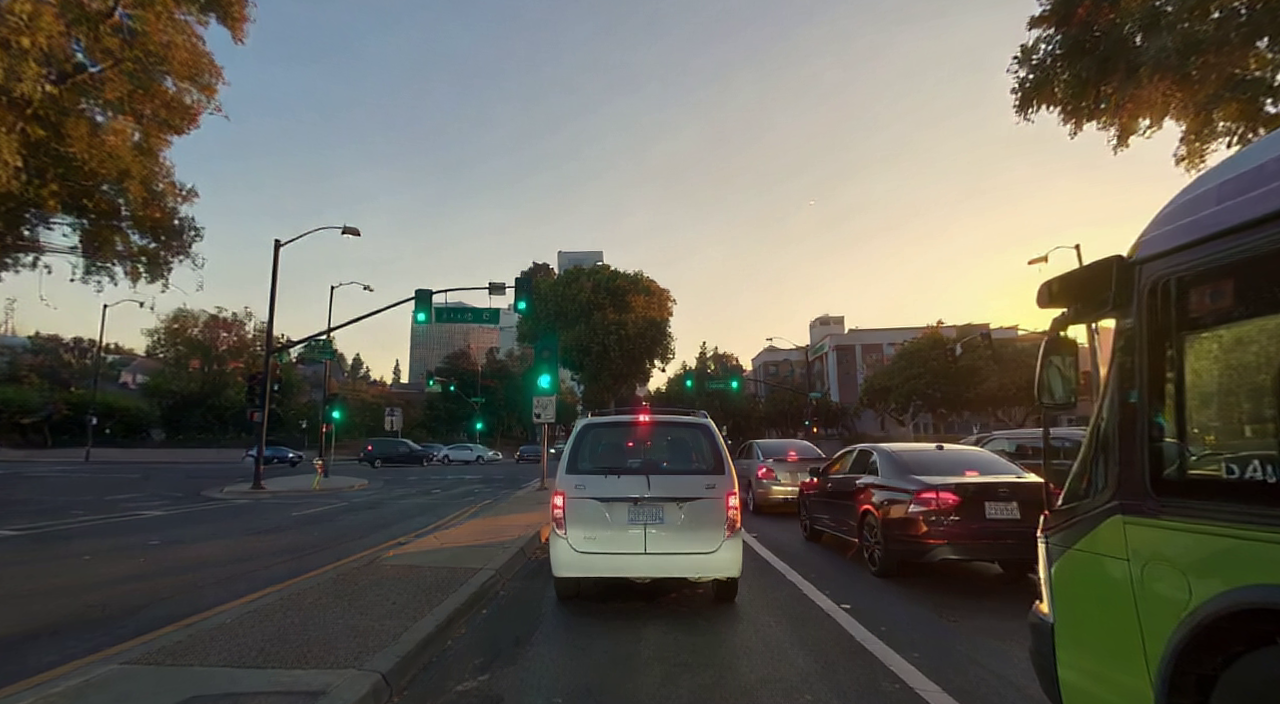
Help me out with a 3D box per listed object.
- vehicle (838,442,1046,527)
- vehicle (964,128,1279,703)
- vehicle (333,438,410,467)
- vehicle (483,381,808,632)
[{"bbox_3d":[5.977,2.638,13.233,1.987,1.457,4.675,0,-8,-1],"label":"vehicle"},{"bbox_3d":[2.615,0.318,0.433,2.037,2.065,5.037,0,-8,0],"label":"vehicle"},{"bbox_3d":[-16.927,6.350,39.751,4.097,1.720,1.924,2,-9,-13],"label":"vehicle"},{"bbox_3d":[0.012,1.475,7.013,2.381,1.842,4.603,0,-8,-1],"label":"vehicle"}]
